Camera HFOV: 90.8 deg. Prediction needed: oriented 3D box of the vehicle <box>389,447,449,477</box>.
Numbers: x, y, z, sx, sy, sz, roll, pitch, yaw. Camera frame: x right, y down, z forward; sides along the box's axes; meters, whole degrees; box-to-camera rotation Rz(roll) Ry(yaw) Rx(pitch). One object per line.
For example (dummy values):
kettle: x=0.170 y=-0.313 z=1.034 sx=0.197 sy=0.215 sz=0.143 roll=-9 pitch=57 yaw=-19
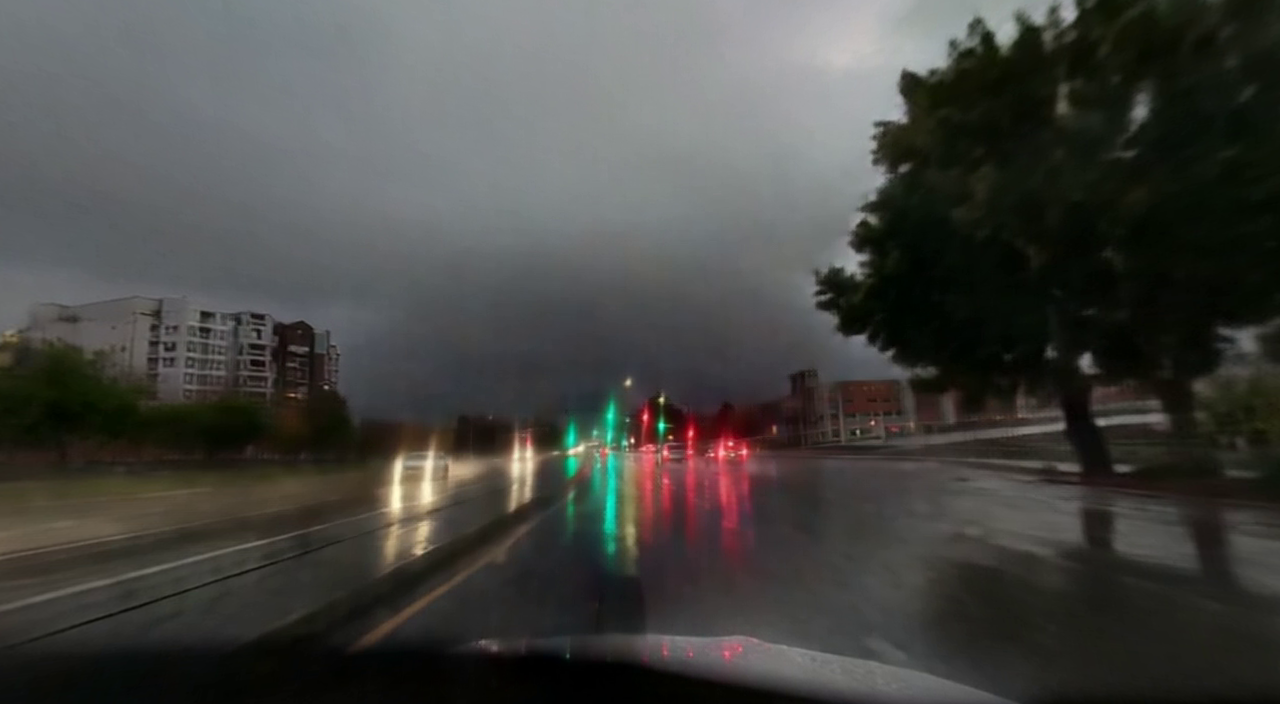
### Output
vehicle: x=-13.132 y=6.512 z=37.780 sx=1.891 sy=1.633 sz=4.737 roll=0 pitch=-9 yaw=0

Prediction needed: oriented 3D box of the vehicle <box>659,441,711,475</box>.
vehicle: x=2.128 y=5.177 z=31.015 sx=1.917 sy=1.538 sz=4.259 roll=0 pitch=-9 yaw=-4

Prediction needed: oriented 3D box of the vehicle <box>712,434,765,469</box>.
vehicle: x=5.357 y=5.481 z=34.917 sx=1.946 sy=1.773 sz=4.641 roll=0 pitch=-9 yaw=-3
